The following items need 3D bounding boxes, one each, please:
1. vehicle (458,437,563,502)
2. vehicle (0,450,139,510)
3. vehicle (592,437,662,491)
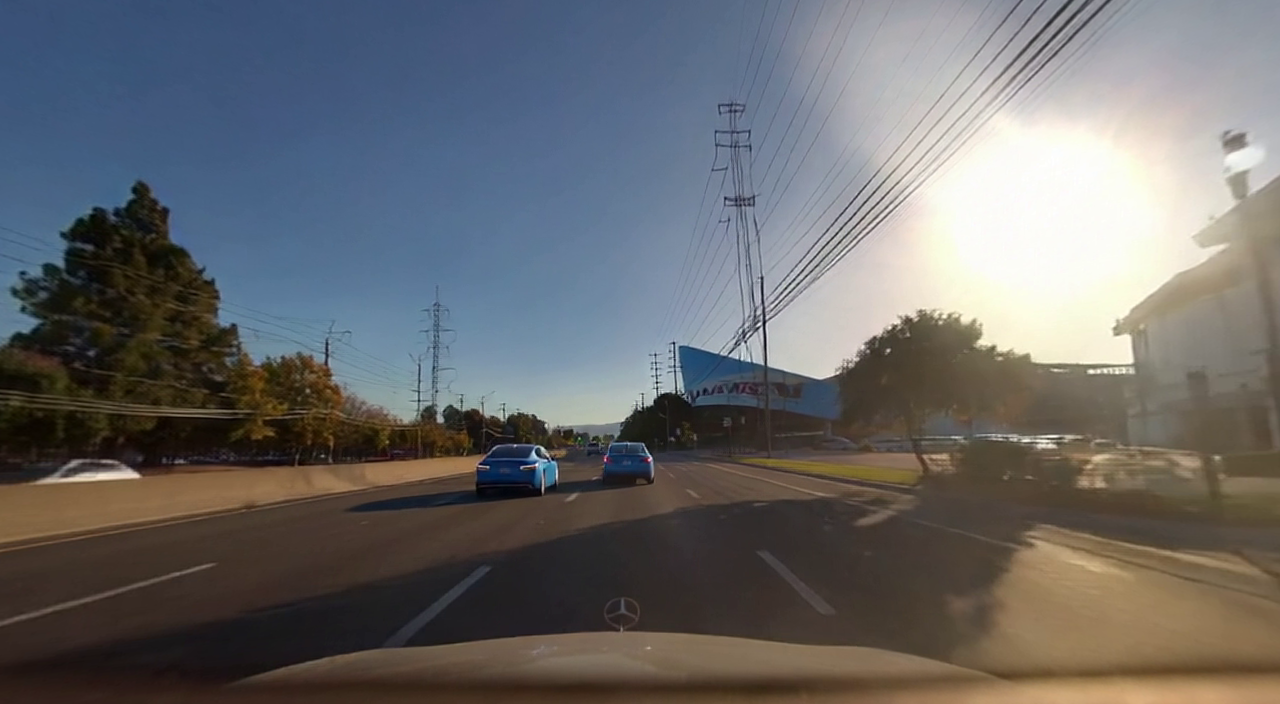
[{"bbox_3d":[-3.559,3.326,18.365,1.985,1.607,4.892,0,-8,1],"label":"vehicle"},{"bbox_3d":[-19.299,4.070,20.677,2.040,1.696,4.591,0,-8,0],"label":"vehicle"},{"bbox_3d":[-0.418,3.783,21.726,2.189,1.652,4.135,0,-8,0],"label":"vehicle"}]
